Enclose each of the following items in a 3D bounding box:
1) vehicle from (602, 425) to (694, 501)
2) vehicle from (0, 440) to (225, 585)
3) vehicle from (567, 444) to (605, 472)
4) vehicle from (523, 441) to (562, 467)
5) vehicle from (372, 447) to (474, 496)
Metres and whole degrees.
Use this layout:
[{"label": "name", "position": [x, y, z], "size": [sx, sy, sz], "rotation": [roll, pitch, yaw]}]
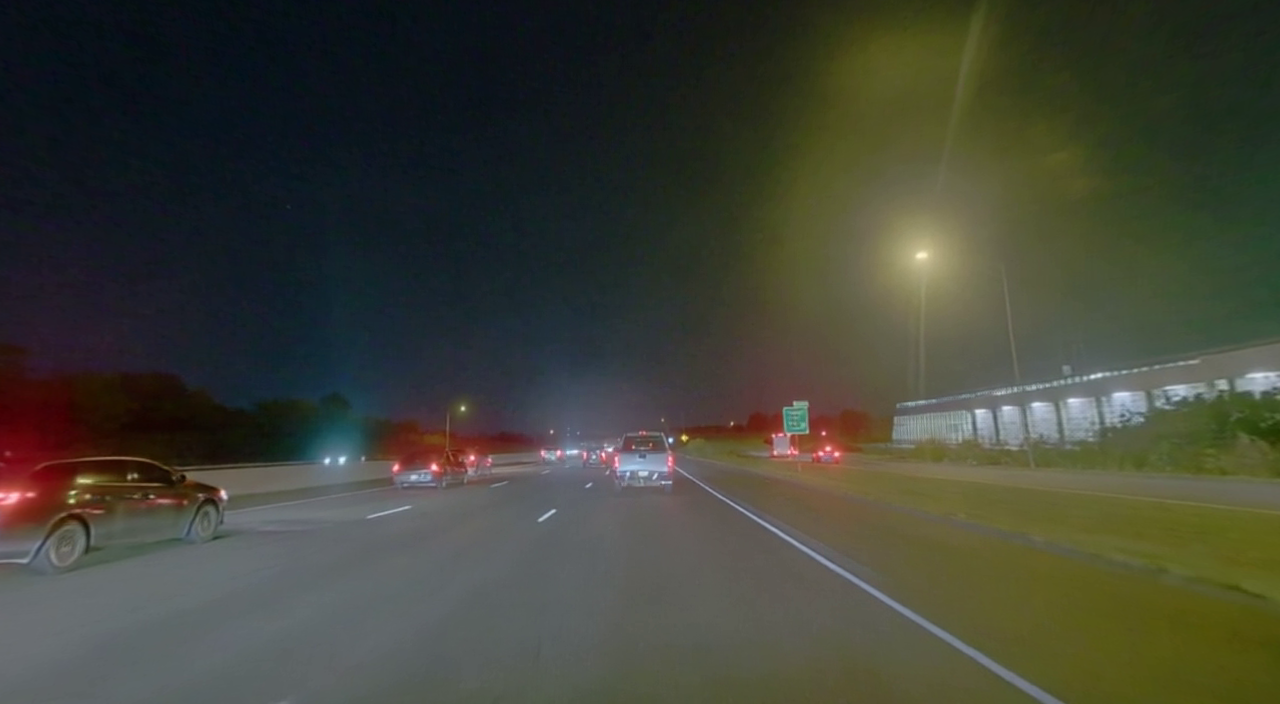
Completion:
[{"label": "vehicle", "position": [0.211, 2.906, 16.803], "size": [2.152, 1.779, 3.924], "rotation": [0, -9, 1]}, {"label": "vehicle", "position": [-7.406, 1.809, 7.587], "size": [1.864, 1.458, 4.295], "rotation": [0, -9, 0]}, {"label": "vehicle", "position": [-3.248, 6.498, 38.907], "size": [1.952, 1.649, 4.131], "rotation": [0, -9, 1]}, {"label": "vehicle", "position": [-7.270, 7.658, 47.302], "size": [2.106, 1.816, 4.936], "rotation": [0, -9, 0]}, {"label": "vehicle", "position": [-7.156, 3.962, 21.334], "size": [1.869, 1.466, 4.217], "rotation": [0, -9, 1]}]
